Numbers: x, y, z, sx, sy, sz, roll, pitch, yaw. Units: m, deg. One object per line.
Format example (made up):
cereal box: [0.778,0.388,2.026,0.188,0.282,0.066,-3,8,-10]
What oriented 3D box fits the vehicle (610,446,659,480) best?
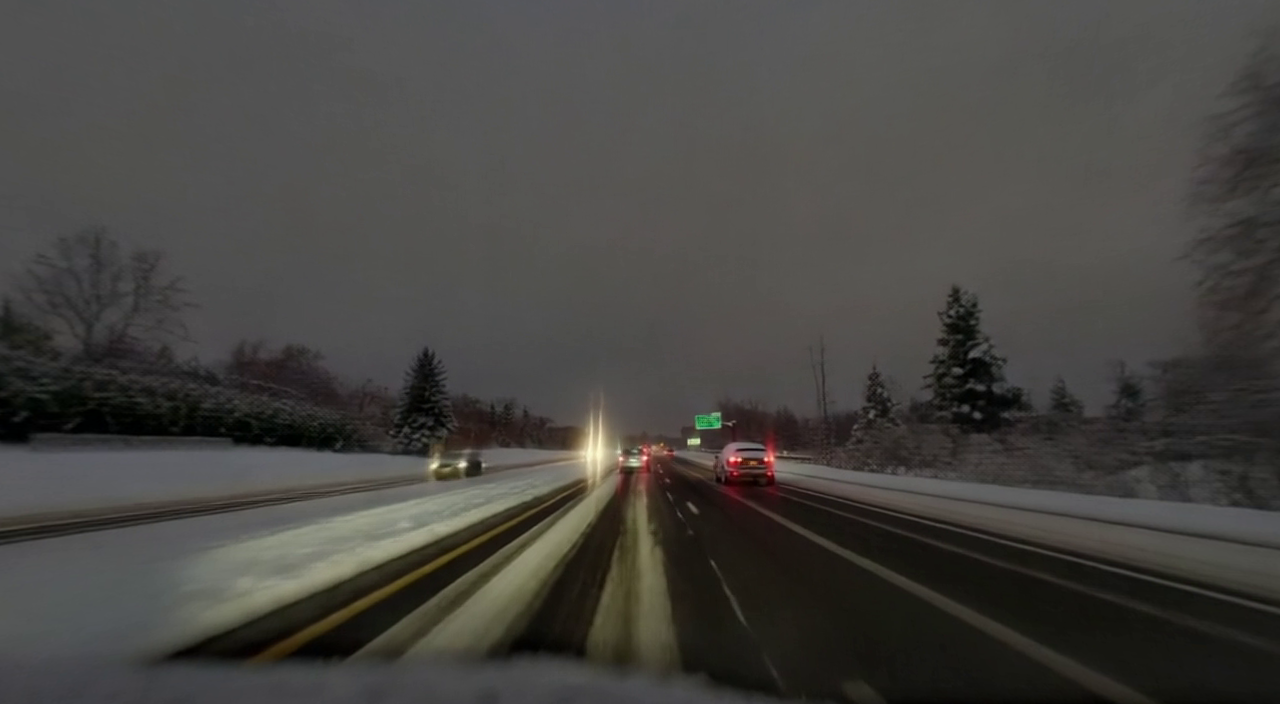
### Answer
vehicle: [-0.220,5.603,31.870,2.084,1.594,4.219,-1,-9,5]

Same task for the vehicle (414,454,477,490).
vehicle: [-9.478,5.838,30.882,1.950,1.568,4.292,0,-9,-4]

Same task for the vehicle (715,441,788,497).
vehicle: [3.492,3.727,20.349,1.969,1.595,3.964,-1,-9,5]
